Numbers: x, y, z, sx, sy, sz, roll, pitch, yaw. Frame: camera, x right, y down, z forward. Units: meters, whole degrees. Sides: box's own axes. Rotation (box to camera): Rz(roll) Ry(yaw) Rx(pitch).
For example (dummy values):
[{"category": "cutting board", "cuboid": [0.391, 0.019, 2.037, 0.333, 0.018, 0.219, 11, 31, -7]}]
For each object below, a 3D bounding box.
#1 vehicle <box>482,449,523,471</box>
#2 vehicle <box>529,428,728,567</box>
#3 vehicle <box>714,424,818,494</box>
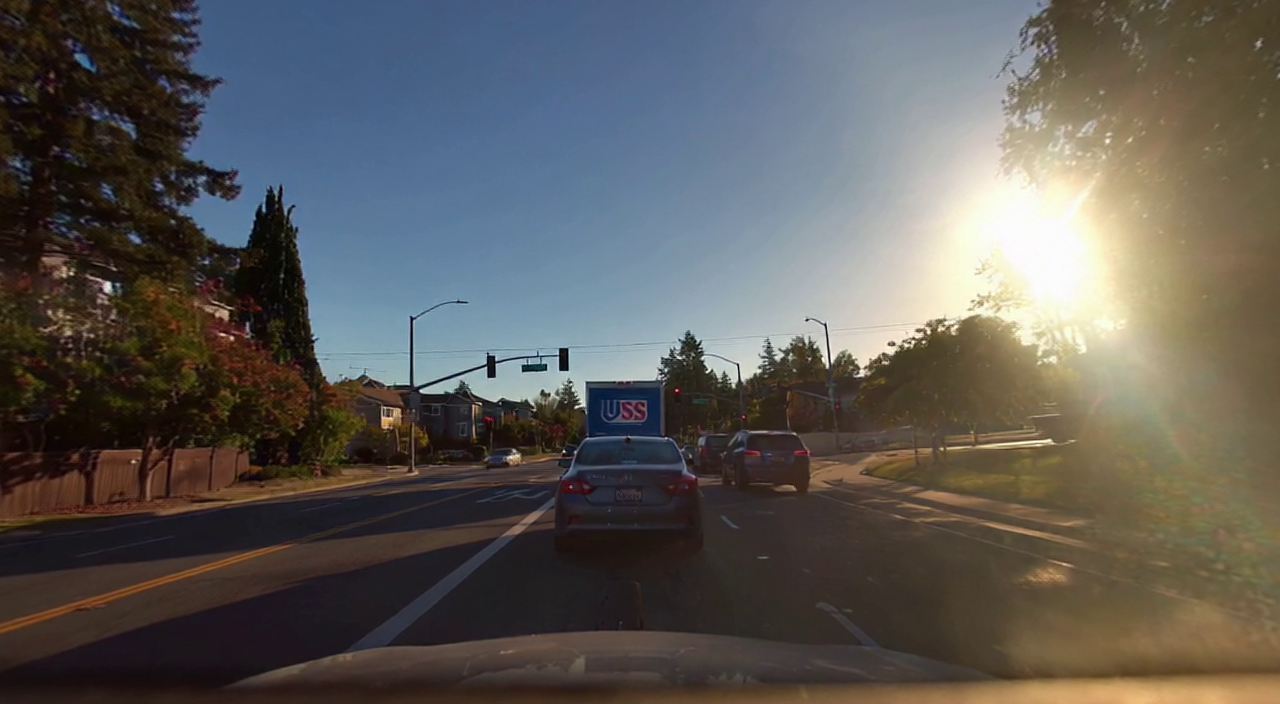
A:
[{"category": "vehicle", "cuboid": [-9.776, 7.691, 45.287, 1.950, 1.467, 4.270, 0, -8, 1]}, {"category": "vehicle", "cuboid": [-0.159, 1.887, 8.979, 2.135, 1.483, 4.207, 0, -8, -1]}, {"category": "vehicle", "cuboid": [3.625, 3.194, 19.125, 2.145, 1.847, 4.524, 0, -8, -1]}]
